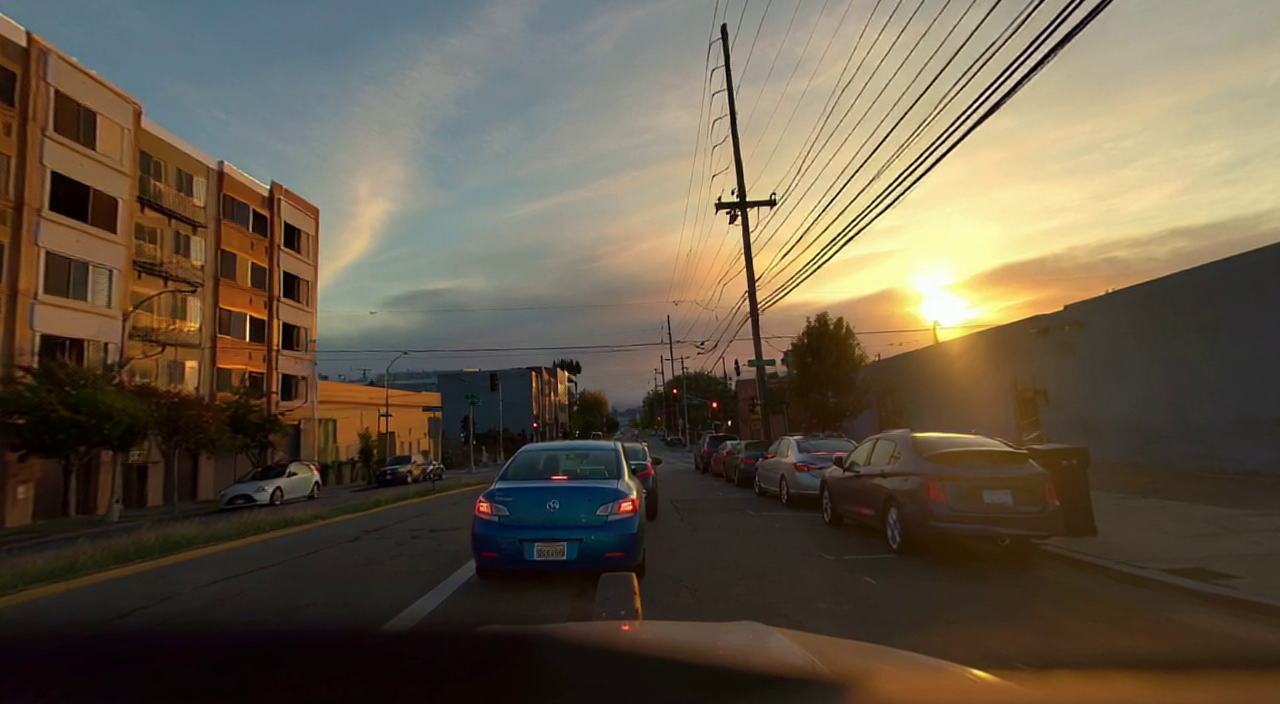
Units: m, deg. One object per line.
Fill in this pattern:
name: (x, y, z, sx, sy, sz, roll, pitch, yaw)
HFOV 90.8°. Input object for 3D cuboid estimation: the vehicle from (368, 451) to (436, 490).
vehicle: (-11.930, 5.919, 31.927, 2.011, 1.687, 4.079, -3, -8, -2)

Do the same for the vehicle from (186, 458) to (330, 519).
vehicle: (-11.862, 4.228, 20.048, 1.868, 1.491, 4.367, -4, -9, 0)

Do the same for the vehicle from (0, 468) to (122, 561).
vehicle: (-11.913, 2.902, 11.003, 1.850, 1.487, 4.711, -3, -8, -1)

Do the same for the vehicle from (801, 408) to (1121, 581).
vehicle: (3.792, 1.757, 8.607, 1.967, 1.721, 4.410, 0, -9, -1)

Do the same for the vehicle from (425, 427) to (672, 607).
vehicle: (-0.726, 1.696, 7.531, 2.019, 1.453, 4.603, 0, -8, 1)
